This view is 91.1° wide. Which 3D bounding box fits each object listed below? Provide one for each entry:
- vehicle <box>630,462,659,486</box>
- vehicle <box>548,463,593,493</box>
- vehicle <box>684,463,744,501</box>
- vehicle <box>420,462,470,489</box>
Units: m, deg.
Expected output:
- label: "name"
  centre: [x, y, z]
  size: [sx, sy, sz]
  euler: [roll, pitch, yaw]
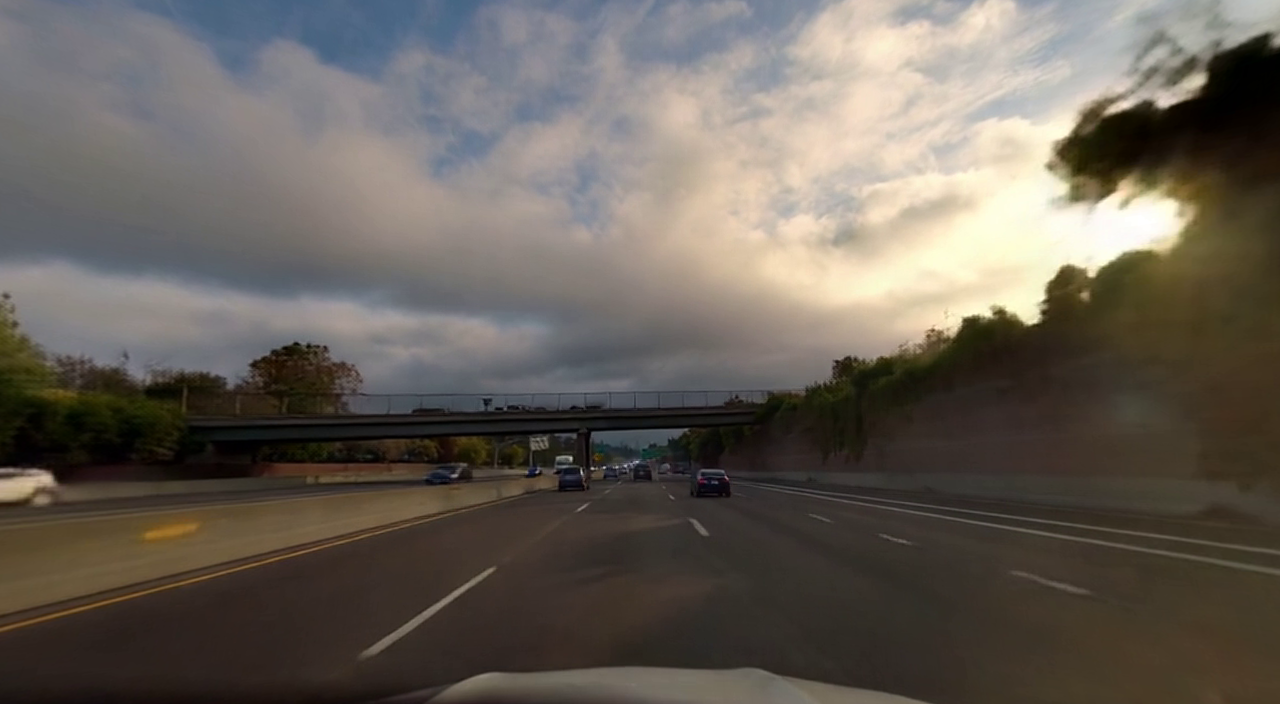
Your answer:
- label: "vehicle"
  centre: [0.331, 9.436, 48.795]
  size: [2.181, 1.698, 4.056]
  euler: [1, -10, 0]
- label: "vehicle"
  centre: [-3.790, 6.940, 34.803]
  size: [1.975, 1.486, 3.903]
  euler: [1, -10, 0]
- label: "vehicle"
  centre: [3.259, 5.869, 28.591]
  size: [2.092, 1.518, 4.348]
  euler: [1, -10, -1]
- label: "vehicle"
  centre: [-13.413, 8.525, 43.527]
  size: [1.934, 1.661, 4.526]
  euler: [1, -10, 1]
